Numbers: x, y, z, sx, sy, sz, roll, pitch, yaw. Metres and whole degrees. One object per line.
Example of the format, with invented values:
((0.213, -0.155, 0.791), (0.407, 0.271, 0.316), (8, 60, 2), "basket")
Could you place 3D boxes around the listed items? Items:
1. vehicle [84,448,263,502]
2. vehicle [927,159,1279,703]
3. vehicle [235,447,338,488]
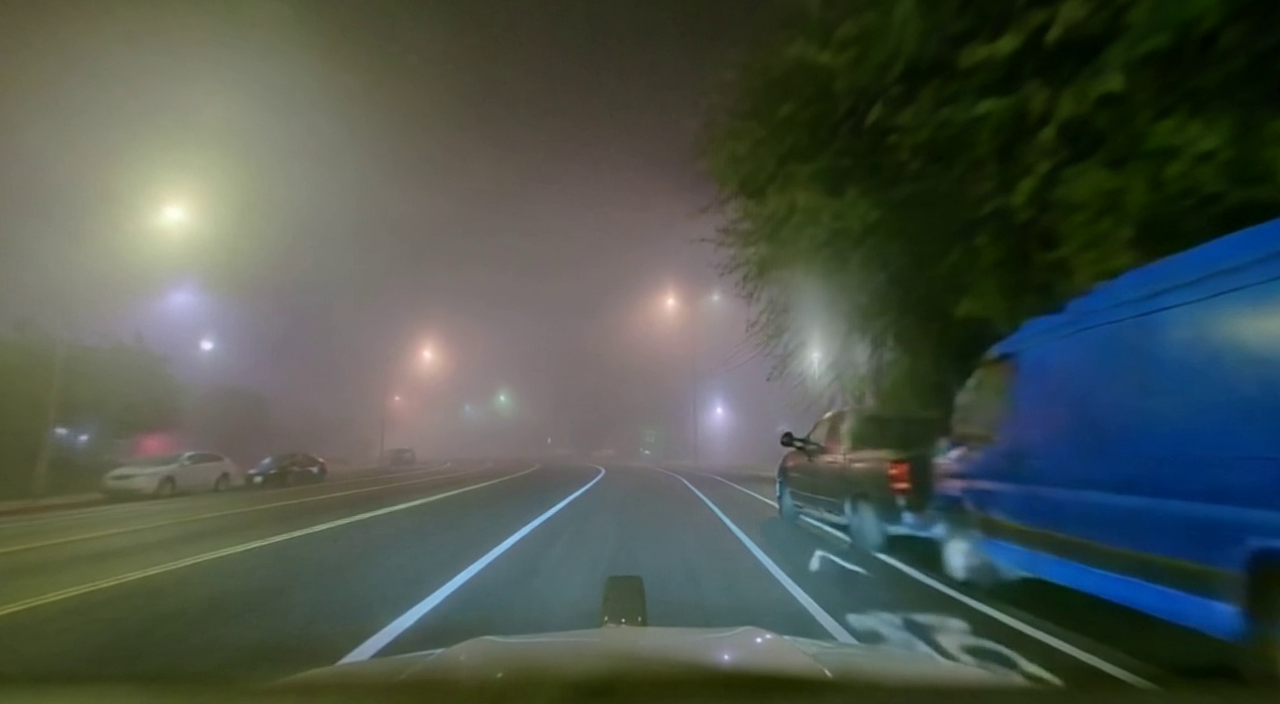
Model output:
((-14.913, 3.917, 20.521), (1.990, 1.487, 4.767), (-1, -8, 3), "vehicle")
((4.346, 0.630, 4.056), (2.229, 2.912, 5.697), (0, -8, 0), "vehicle")
((-14.978, 4.874, 26.910), (1.934, 1.480, 4.510), (-3, -8, -2), "vehicle")
